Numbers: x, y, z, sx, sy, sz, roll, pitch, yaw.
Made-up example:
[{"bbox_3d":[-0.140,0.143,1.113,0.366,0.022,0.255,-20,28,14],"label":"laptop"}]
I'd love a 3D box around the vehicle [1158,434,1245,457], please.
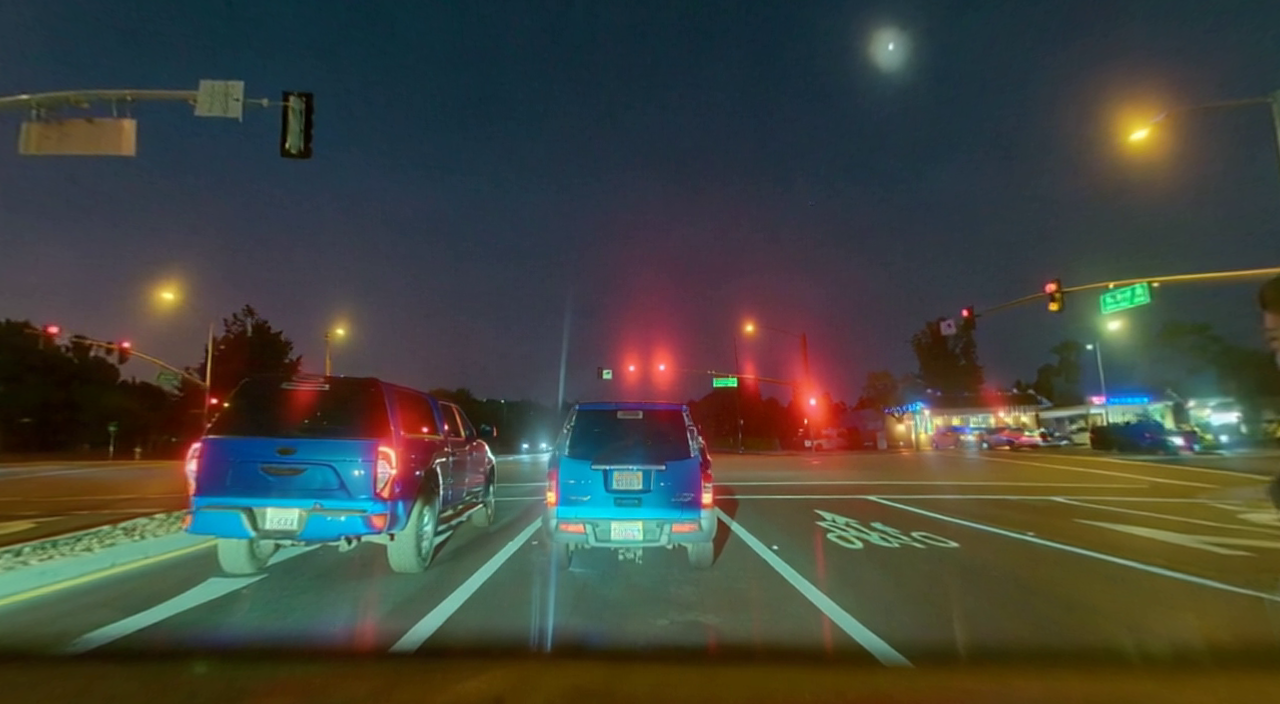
[{"bbox_3d":[38.752,6.461,43.381,4.396,1.479,1.778,0,-8,-3],"label":"vehicle"}]

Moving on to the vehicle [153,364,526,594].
[{"bbox_3d":[-2.961,1.412,7.772,2.220,1.926,4.870,0,-8,-1],"label":"vehicle"}]

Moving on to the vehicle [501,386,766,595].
[{"bbox_3d":[-0.083,1.498,7.664,2.204,1.738,4.690,0,-8,-1],"label":"vehicle"}]

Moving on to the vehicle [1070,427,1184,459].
[{"bbox_3d":[27.941,5.239,36.118,4.849,1.759,2.041,0,-8,-3],"label":"vehicle"}]

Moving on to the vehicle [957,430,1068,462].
[{"bbox_3d":[19.310,4.894,32.669,4.624,1.601,1.871,0,-8,-3],"label":"vehicle"}]

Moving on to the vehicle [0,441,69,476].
[{"bbox_3d":[-32.183,5.377,31.768,4.406,1.682,2.040,0,-8,-1],"label":"vehicle"}]
